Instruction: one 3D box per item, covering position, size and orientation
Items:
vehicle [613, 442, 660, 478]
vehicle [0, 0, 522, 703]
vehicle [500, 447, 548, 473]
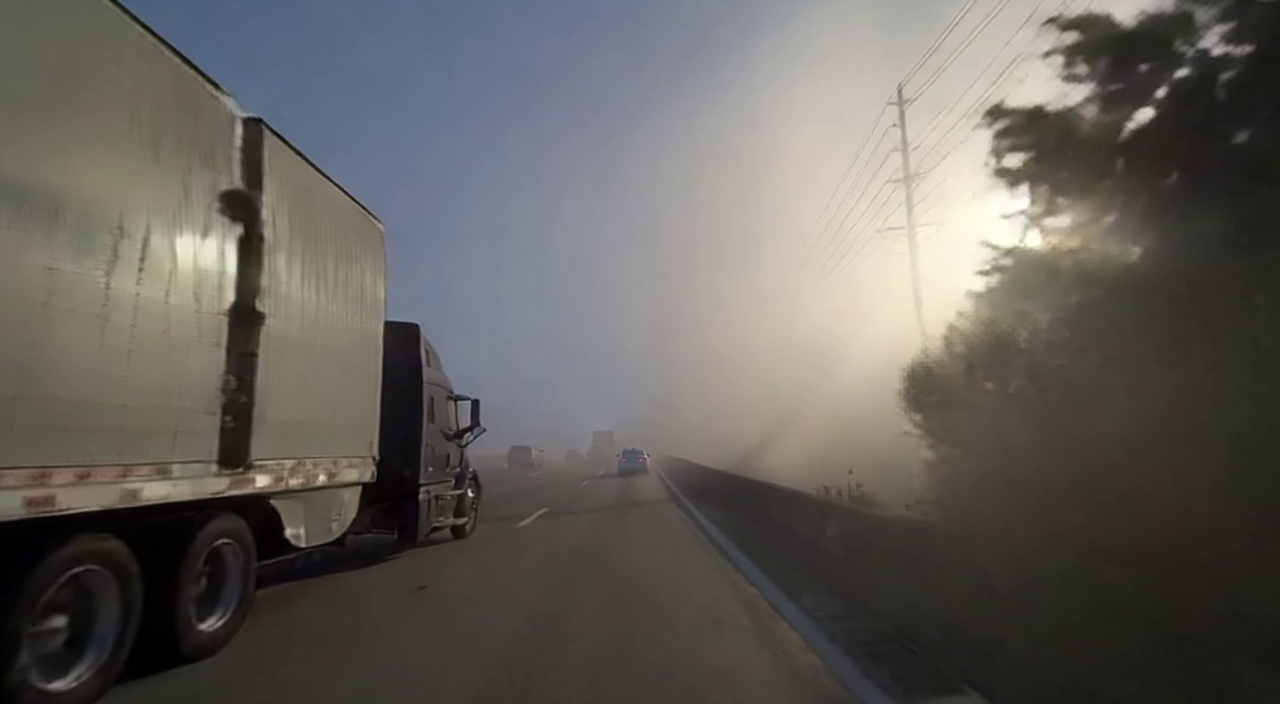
[{"bbox_3d":[-0.149,5.280,30.976,2.178,1.640,4.071,0,-9,0],"label":"vehicle"},{"bbox_3d":[-3.542,0.626,5.615,3.023,3.246,9.102,0,-9,1],"label":"vehicle"},{"bbox_3d":[-7.008,6.552,38.435,2.025,1.510,4.582,0,-9,1],"label":"vehicle"}]
